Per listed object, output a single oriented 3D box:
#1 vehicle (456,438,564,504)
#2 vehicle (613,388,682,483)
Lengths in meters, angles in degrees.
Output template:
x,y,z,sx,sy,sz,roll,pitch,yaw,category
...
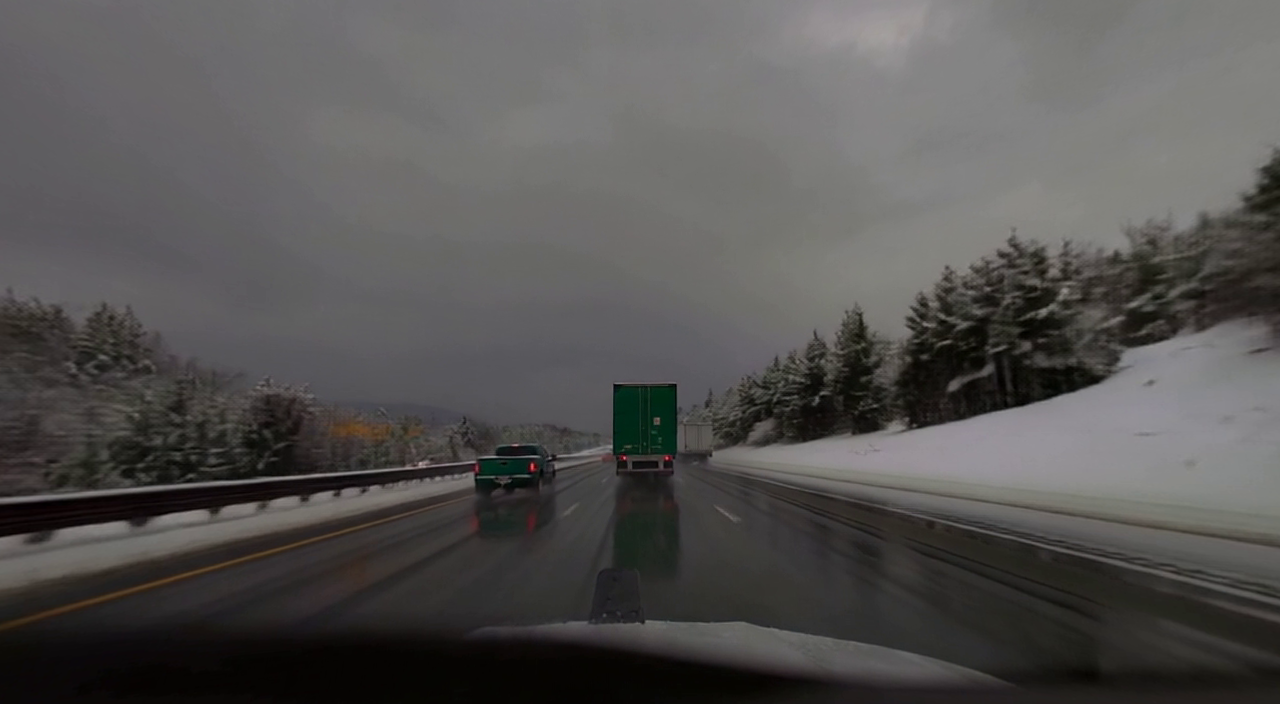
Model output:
x,y,z,sx,sy,sz,roll,pitch,yaw,category
-3.572,3.359,18.258,2.173,1.657,4.401,0,-9,0,vehicle
0.296,4.418,32.600,2.932,4.042,11.054,0,-9,0,vehicle
